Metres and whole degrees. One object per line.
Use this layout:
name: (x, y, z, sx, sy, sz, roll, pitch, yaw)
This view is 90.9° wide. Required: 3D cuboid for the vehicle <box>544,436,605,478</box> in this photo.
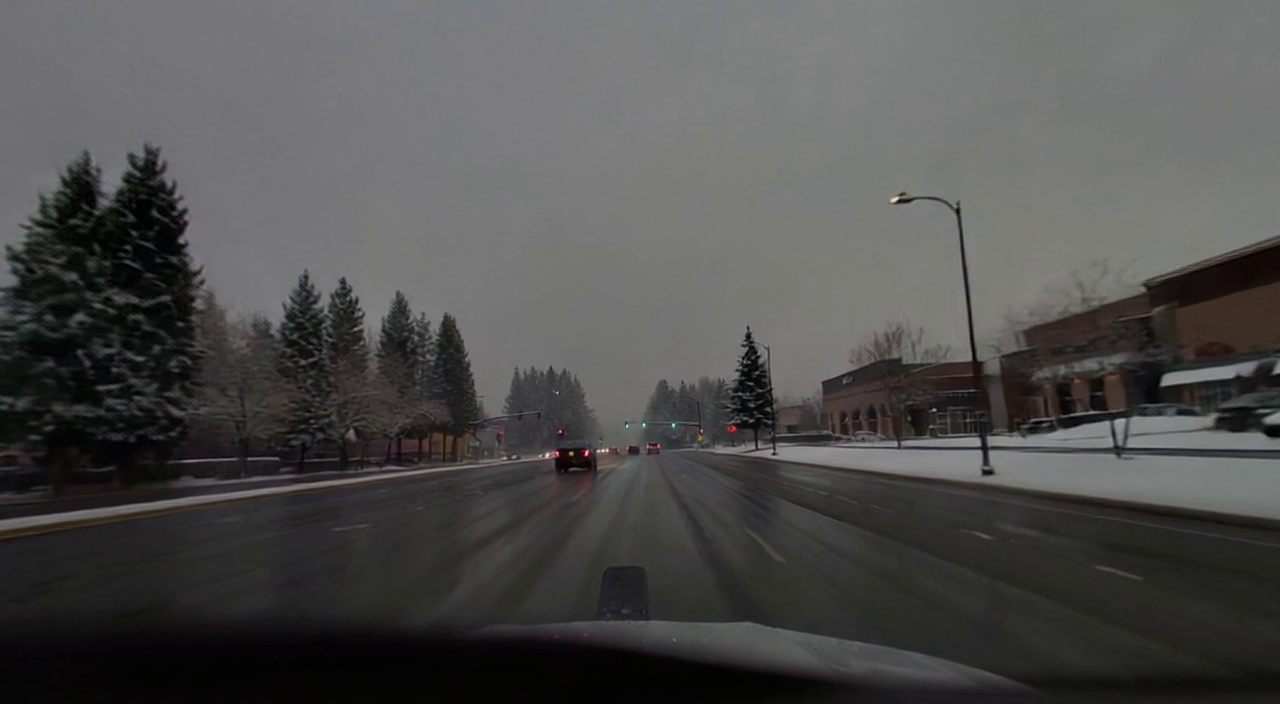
vehicle: (-2.744, 4.548, 27.652, 2.121, 1.656, 4.559, 0, -8, 1)
